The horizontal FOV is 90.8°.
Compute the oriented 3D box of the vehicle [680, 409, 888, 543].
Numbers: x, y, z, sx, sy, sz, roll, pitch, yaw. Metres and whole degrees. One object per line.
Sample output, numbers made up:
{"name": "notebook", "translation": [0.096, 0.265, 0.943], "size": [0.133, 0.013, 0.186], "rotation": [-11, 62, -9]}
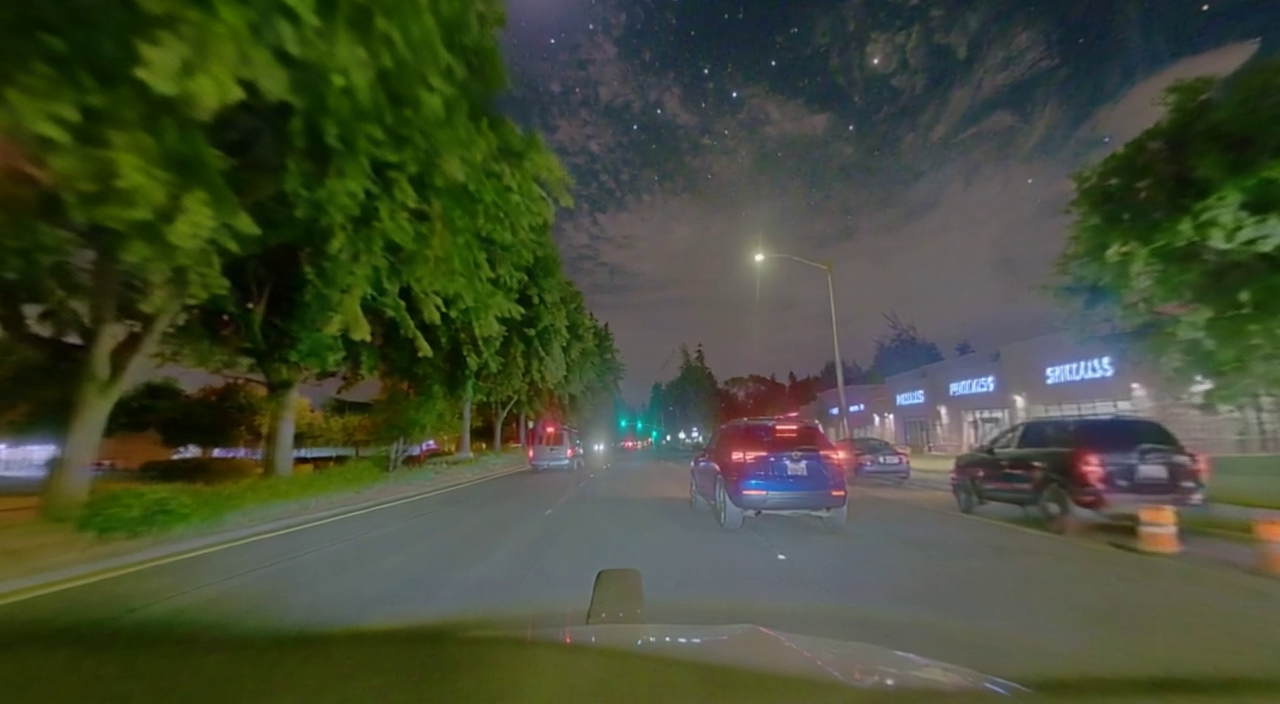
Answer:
{"name": "vehicle", "translation": [2.026, 1.920, 10.408], "size": [2.168, 1.725, 4.192], "rotation": [0, -8, -4]}

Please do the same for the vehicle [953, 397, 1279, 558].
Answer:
{"name": "vehicle", "translation": [6.894, 1.744, 9.452], "size": [1.945, 1.797, 4.591], "rotation": [0, -8, -2]}

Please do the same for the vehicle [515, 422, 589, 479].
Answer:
{"name": "vehicle", "translation": [-3.484, 4.048, 26.142], "size": [2.357, 2.063, 5.488], "rotation": [0, -8, -1]}
